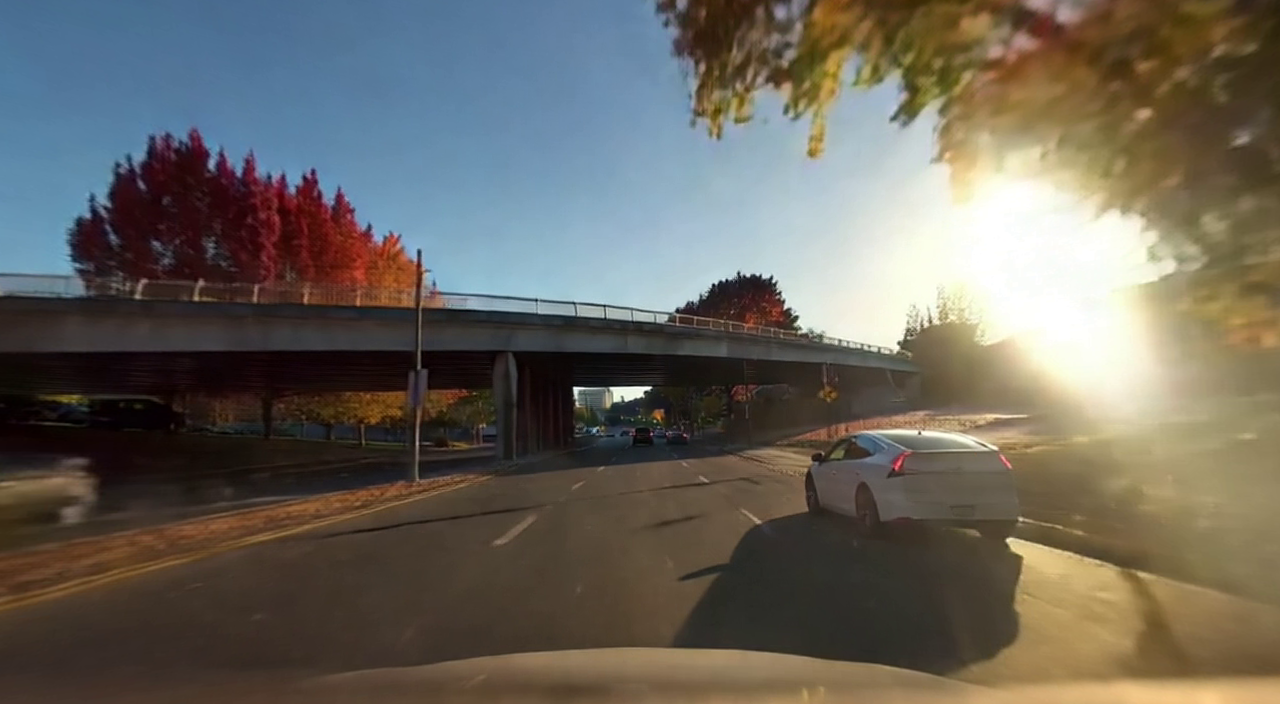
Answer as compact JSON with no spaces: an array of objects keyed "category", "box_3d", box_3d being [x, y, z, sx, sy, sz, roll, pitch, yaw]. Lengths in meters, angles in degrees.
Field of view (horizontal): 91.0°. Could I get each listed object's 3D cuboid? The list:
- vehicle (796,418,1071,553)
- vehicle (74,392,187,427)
[{"category":"vehicle","box_3d":[3.957,1.872,9.563,2.063,1.542,4.420,0,-8,1]},{"category":"vehicle","box_3d":[-37.151,4.298,46.230,2.256,2.170,6.436,-1,-8,9]}]
